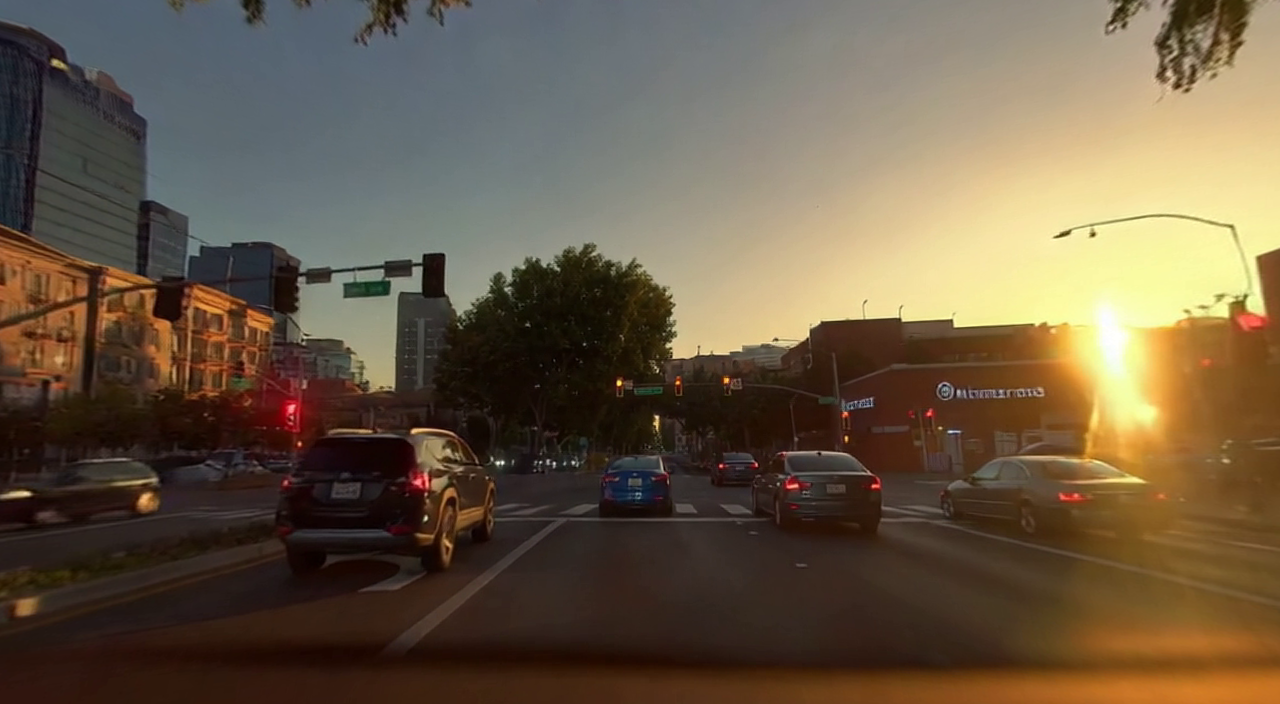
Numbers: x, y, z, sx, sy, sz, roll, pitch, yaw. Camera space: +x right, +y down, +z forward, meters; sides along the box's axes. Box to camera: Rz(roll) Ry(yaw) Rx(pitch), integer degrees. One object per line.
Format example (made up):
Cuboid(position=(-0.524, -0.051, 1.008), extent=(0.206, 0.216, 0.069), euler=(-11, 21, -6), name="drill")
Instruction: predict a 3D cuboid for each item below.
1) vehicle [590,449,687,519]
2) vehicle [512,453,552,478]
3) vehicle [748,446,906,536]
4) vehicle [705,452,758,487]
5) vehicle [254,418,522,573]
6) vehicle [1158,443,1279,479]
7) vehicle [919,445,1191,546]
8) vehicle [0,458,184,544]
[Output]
Cuboid(position=(-0.016, 3.165, 15.693), extent=(2.098, 1.477, 3.897), euler=(0, -8, 0), name="vehicle")
Cuboid(position=(-7.693, 8.078, 45.354), extent=(1.962, 1.639, 4.259), euler=(-1, -8, 3), name="vehicle")
Cuboid(position=(3.570, 2.704, 12.949), extent=(2.020, 1.513, 4.120), euler=(0, -8, 1), name="vehicle")
Cuboid(position=(4.264, 5.516, 30.016), extent=(1.888, 1.472, 4.528), euler=(0, -8, 0), name="vehicle")
Cuboid(position=(-3.478, 2.086, 10.126), extent=(2.160, 1.823, 5.115), euler=(0, -8, 0), name="vehicle")
Cuboid(position=(30.291, 5.652, 32.925), extent=(4.581, 1.765, 1.943), euler=(-1, -8, 7), name="vehicle")
Cuboid(position=(7.369, 2.540, 12.003), extent=(2.004, 1.508, 4.646), euler=(0, -8, 0), name="vehicle")
Cuboid(position=(-12.606, 3.095, 13.723), extent=(1.912, 1.477, 4.398), euler=(-1, -8, 4), name="vehicle")
